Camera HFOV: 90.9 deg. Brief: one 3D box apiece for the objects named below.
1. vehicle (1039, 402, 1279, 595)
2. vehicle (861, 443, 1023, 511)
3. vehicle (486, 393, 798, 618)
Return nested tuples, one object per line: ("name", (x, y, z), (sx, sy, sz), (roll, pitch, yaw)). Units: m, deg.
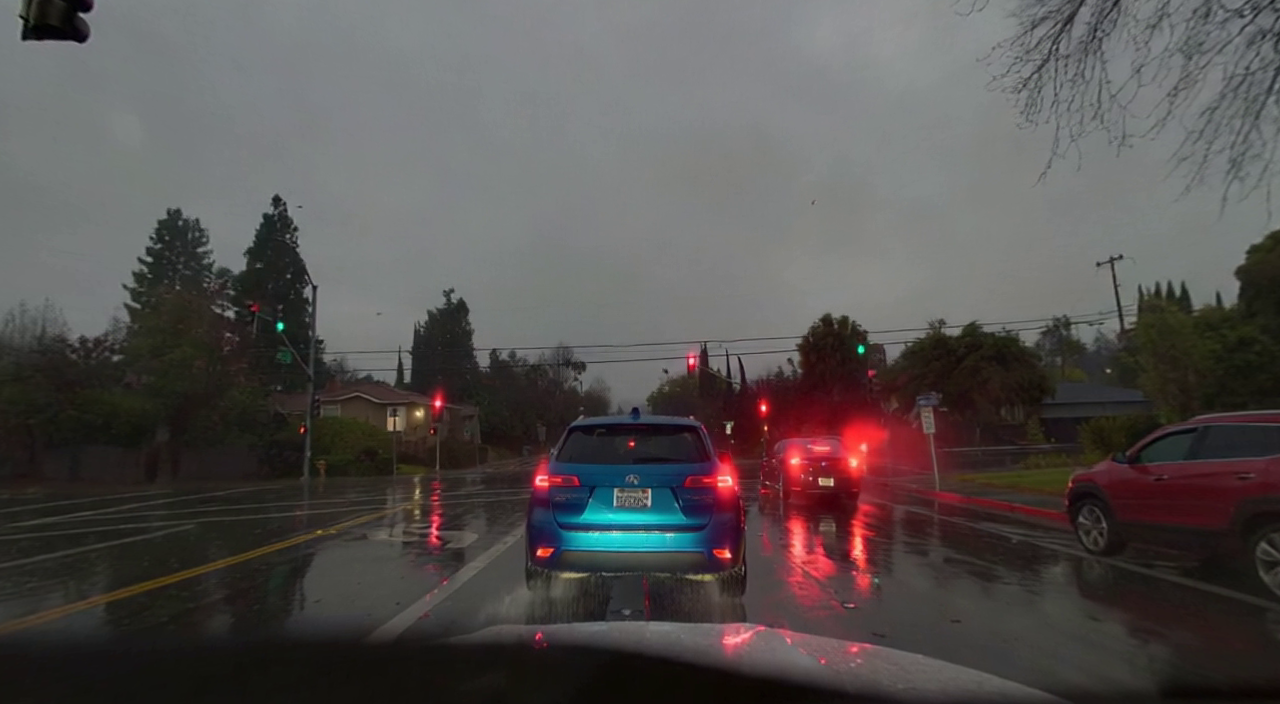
("vehicle", (7.020, 1.539, 7.049), (1.989, 1.791, 4.735), (0, -8, 0))
("vehicle", (7.281, 3.013, 15.824), (1.860, 1.436, 4.479), (0, -8, 0))
("vehicle", (0.043, 1.470, 6.975), (2.322, 1.667, 4.367), (0, -8, 1))
